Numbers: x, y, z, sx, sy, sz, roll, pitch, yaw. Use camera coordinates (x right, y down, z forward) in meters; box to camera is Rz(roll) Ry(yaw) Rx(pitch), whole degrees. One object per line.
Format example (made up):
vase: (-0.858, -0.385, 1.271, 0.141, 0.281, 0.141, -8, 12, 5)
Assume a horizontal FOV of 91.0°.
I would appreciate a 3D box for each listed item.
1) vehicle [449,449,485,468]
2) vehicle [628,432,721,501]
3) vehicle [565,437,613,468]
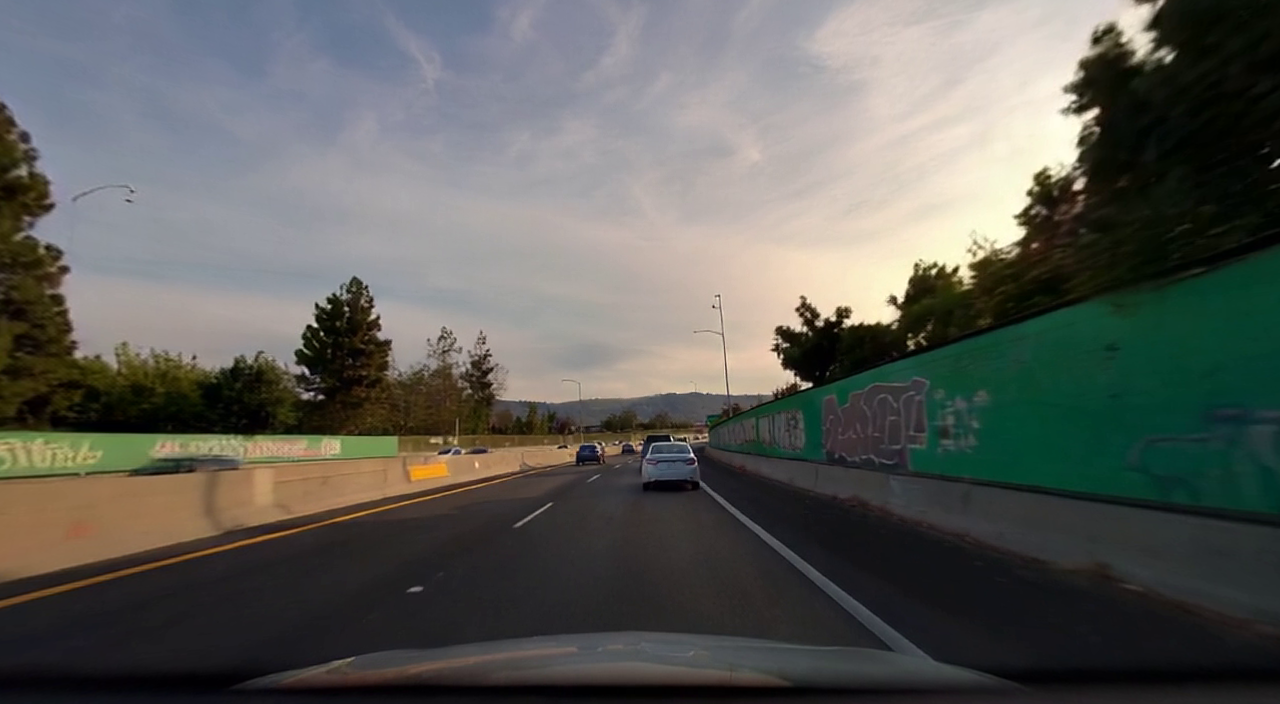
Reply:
vehicle: (-13.330, 8.219, 48.695, 1.684, 1.412, 3.399, 0, -8, 3)
vehicle: (0.789, 2.829, 15.997, 2.077, 1.533, 3.854, 0, -8, 1)
vehicle: (-2.696, 5.387, 34.032, 2.105, 1.571, 3.727, 0, -8, 3)
